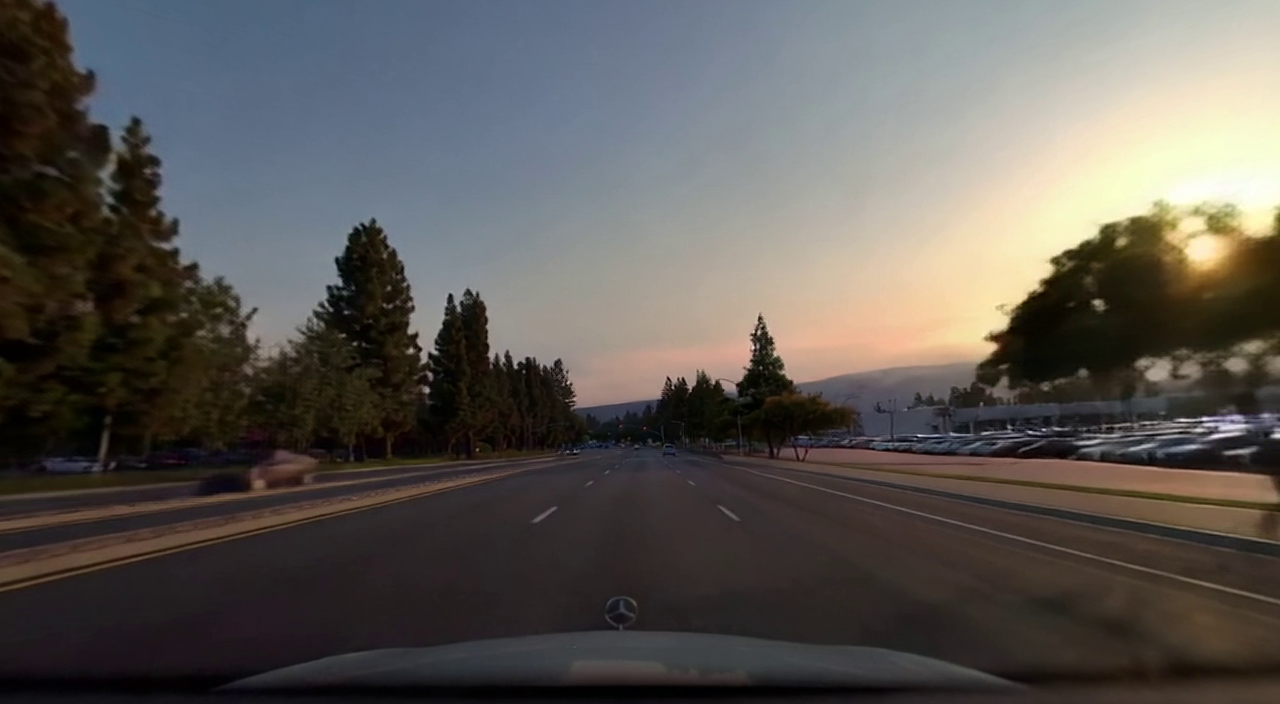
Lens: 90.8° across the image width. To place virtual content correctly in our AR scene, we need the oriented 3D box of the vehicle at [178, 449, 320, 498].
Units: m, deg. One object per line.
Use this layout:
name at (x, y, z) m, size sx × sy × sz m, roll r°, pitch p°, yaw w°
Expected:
vehicle at (-13.226, 4.106, 21.781) m, size 1.863 × 1.456 × 4.579 m, roll 0°, pitch -8°, yaw 1°
